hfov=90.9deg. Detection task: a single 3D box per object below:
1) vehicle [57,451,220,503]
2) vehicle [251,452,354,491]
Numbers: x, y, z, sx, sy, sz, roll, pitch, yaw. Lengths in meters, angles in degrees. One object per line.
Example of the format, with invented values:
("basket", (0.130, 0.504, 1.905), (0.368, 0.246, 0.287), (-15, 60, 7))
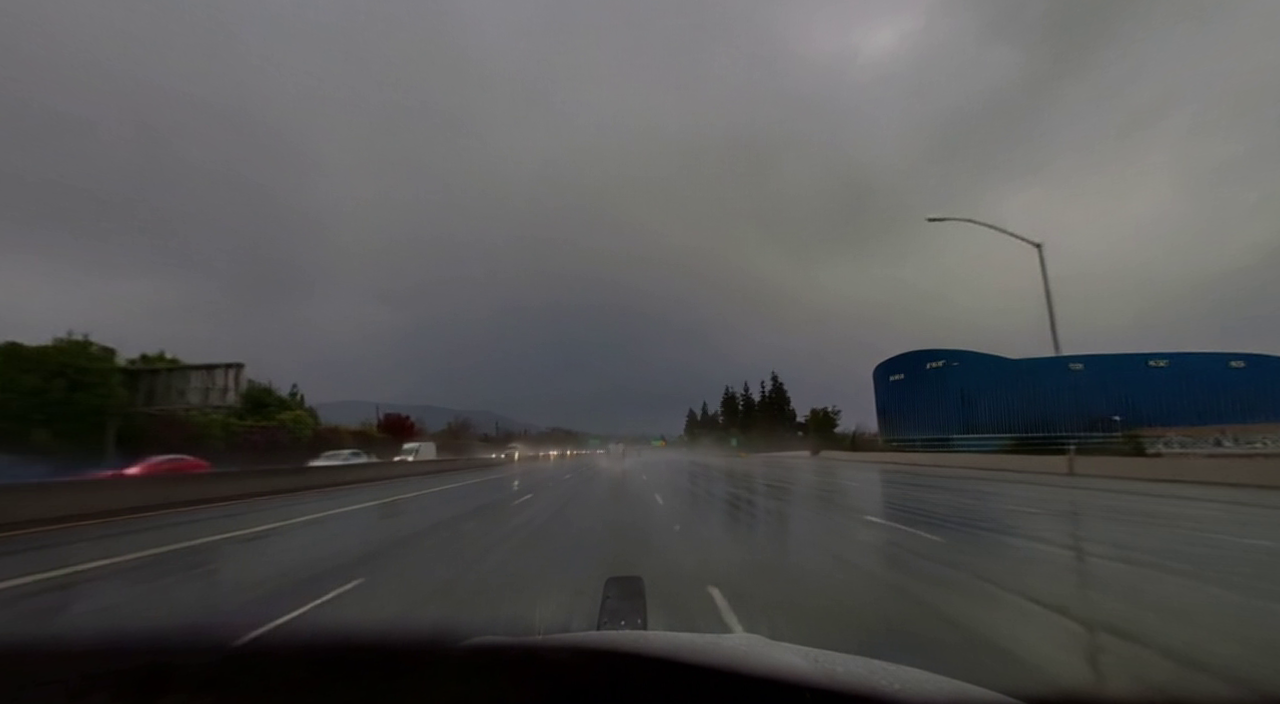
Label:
("vehicle", (-17.295, 4.288, 22.113), (1.901, 1.605, 4.654), (0, -9, -1))
("vehicle", (-13.560, 4.798, 25.648), (1.868, 1.426, 4.366), (0, -9, -1))
